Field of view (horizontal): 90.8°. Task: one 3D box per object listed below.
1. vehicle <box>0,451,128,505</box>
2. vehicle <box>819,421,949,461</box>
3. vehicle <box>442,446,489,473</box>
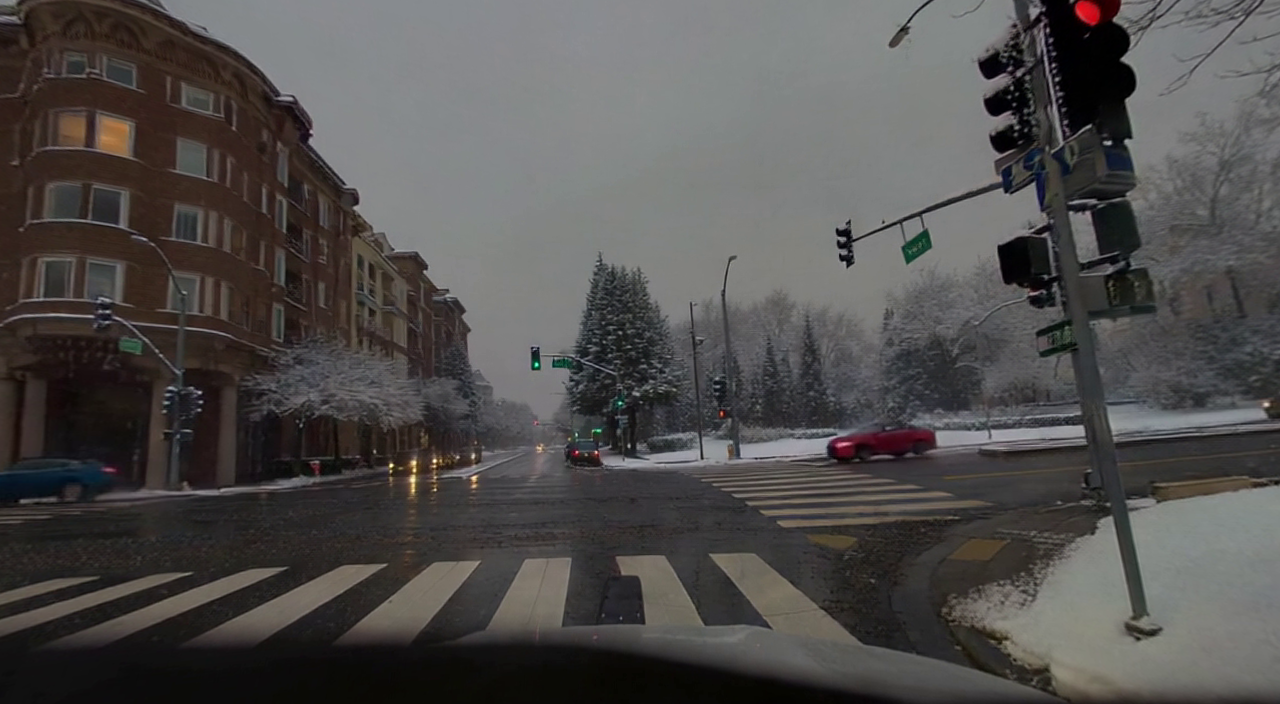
[{"bbox_3d":[-19.940,4.047,20.513,4.626,1.636,2.004,1,-8,-7],"label":"vehicle"},{"bbox_3d":[9.374,3.451,24.423,4.320,1.456,1.803,2,-9,-11],"label":"vehicle"},{"bbox_3d":[-10.467,6.467,38.170,2.196,1.503,4.371,1,-9,-8],"label":"vehicle"}]
